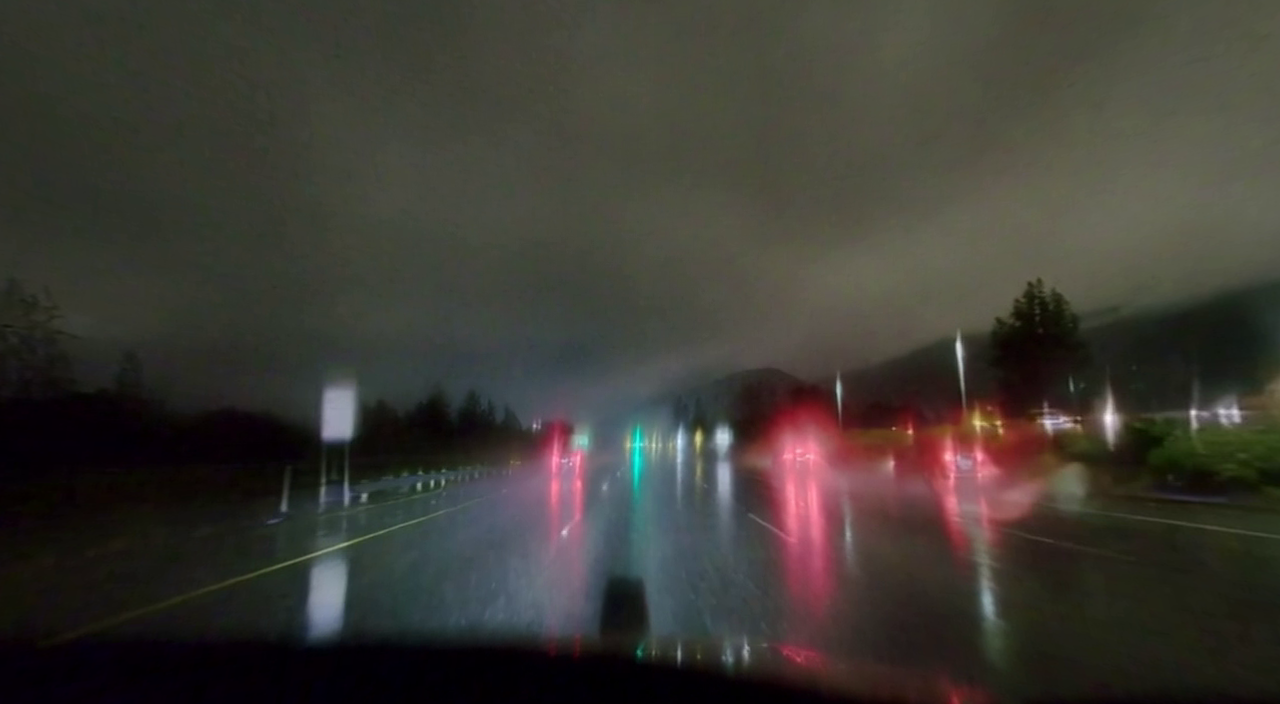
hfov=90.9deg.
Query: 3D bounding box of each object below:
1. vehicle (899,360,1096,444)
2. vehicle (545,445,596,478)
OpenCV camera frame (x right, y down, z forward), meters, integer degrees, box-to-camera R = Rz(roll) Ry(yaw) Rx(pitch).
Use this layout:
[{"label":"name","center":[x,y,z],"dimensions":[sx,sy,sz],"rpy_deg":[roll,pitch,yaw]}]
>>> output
[{"label":"vehicle","center":[21.049,3.606,39.231],"dimensions":[3.077,4.132,15.370],"rpy_deg":[0,-9,-1]},{"label":"vehicle","center":[-3.499,5.587,32.441],"dimensions":[2.021,1.526,4.385],"rpy_deg":[0,-8,1]}]
